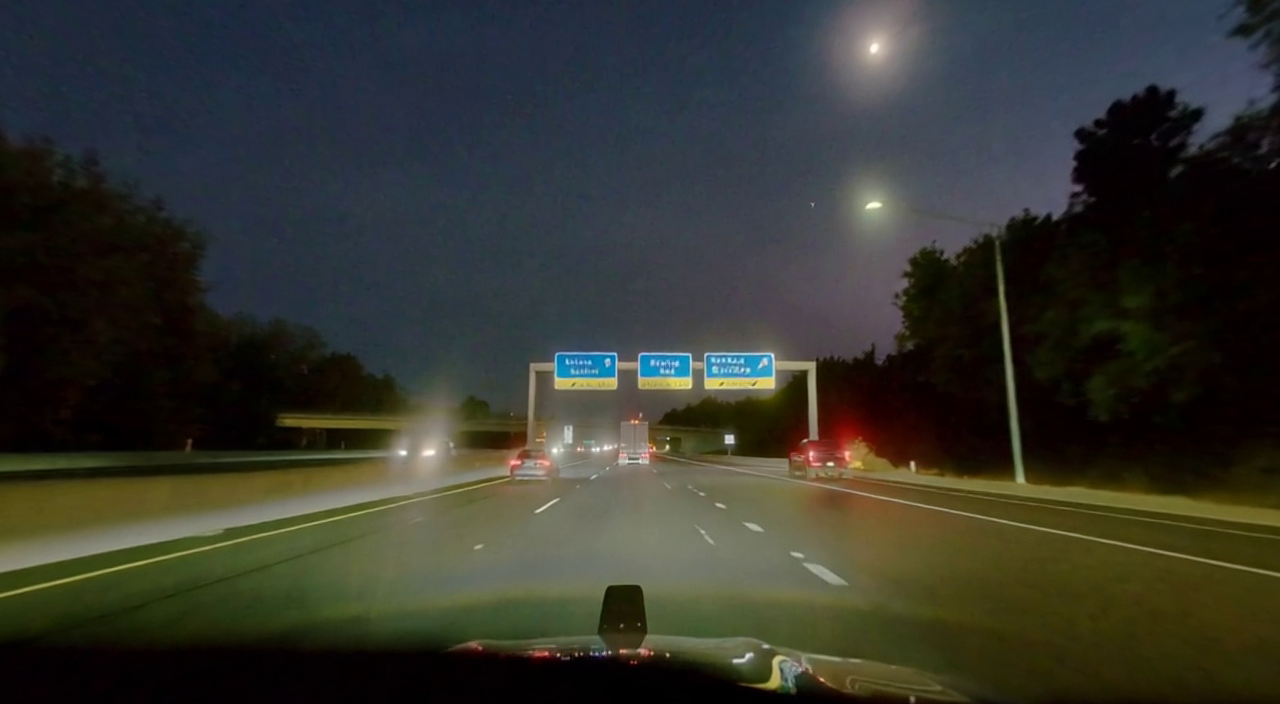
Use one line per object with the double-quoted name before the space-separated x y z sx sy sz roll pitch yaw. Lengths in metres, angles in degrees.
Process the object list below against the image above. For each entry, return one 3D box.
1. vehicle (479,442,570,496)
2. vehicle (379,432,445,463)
"vehicle" -3.561 3.701 20.313 2.042 1.526 4.516 0 -9 0
"vehicle" -12.402 5.282 34.642 1.959 1.556 4.499 0 -9 -1
